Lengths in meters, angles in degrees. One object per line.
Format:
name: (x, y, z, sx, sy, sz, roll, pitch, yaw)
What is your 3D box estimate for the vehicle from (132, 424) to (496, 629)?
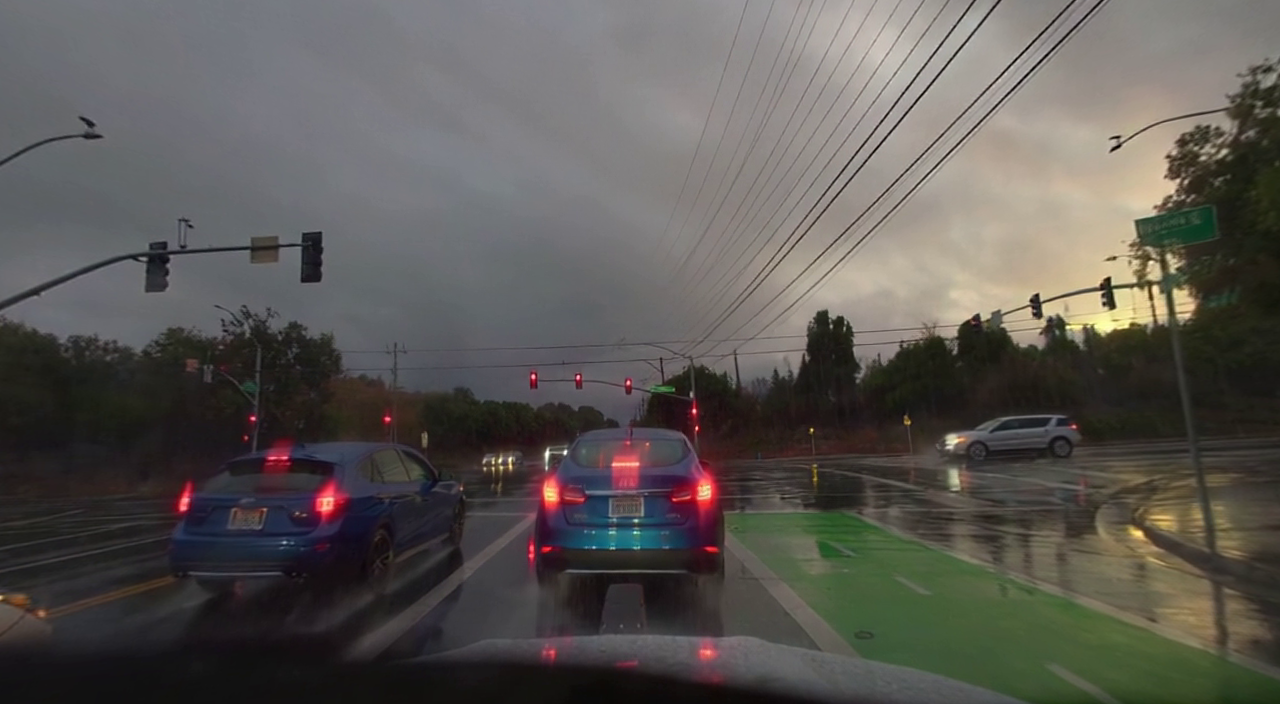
vehicle: (-2.903, 1.632, 6.740, 1.726, 1.506, 3.840, 0, -9, 1)

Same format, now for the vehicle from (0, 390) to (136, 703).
vehicle: (-3.468, 0.606, 0.286, 2.138, 1.488, 5.327, 0, -8, 0)

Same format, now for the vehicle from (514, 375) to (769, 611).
vehicle: (-0.021, 1.562, 7.751, 2.036, 1.885, 5.196, 0, -9, -1)
